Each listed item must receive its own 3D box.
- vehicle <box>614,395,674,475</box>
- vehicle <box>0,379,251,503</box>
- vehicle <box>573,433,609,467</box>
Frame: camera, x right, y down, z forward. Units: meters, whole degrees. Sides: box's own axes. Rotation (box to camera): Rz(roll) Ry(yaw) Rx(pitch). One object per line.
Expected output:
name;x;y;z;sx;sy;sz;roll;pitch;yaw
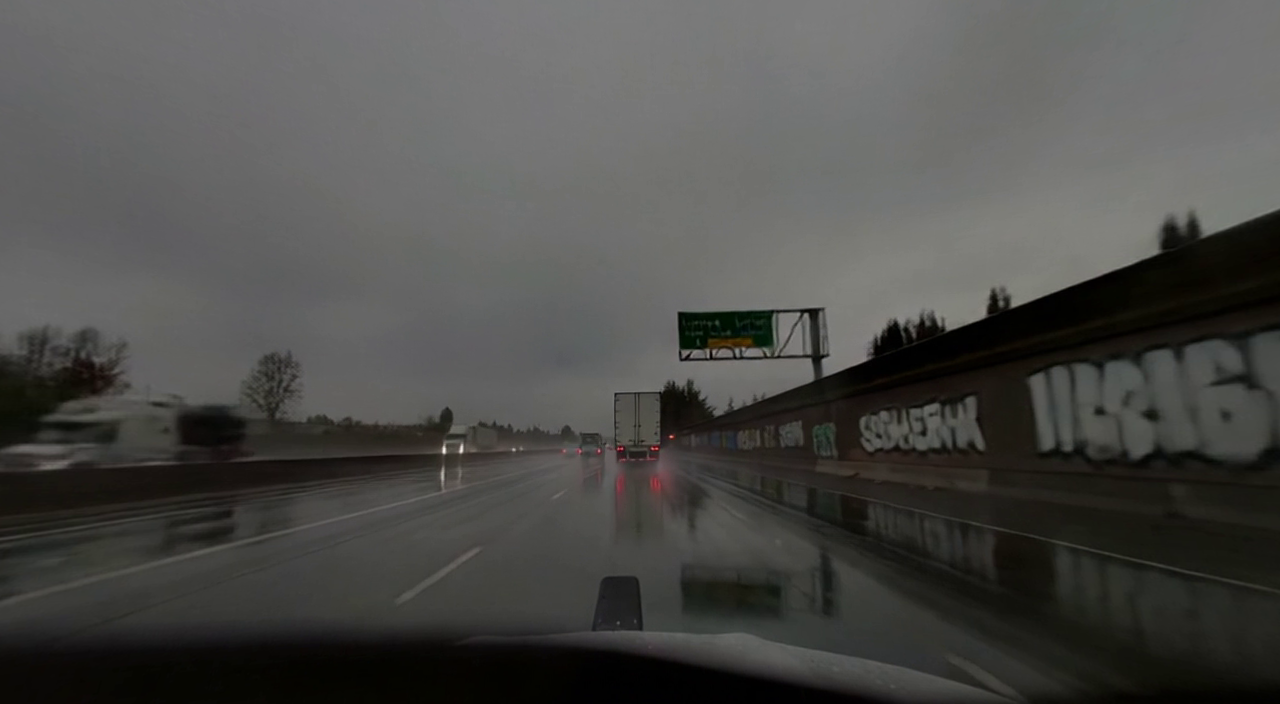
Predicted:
vehicle;0.071;5.011;37.138;3.042;4.023;10.832;0;-9;-1
vehicle;-19.010;3.369;23.370;2.929;3.679;9.326;0;-9;0
vehicle;-3.648;7.507;48.041;2.278;2.369;5.249;0;-9;1
